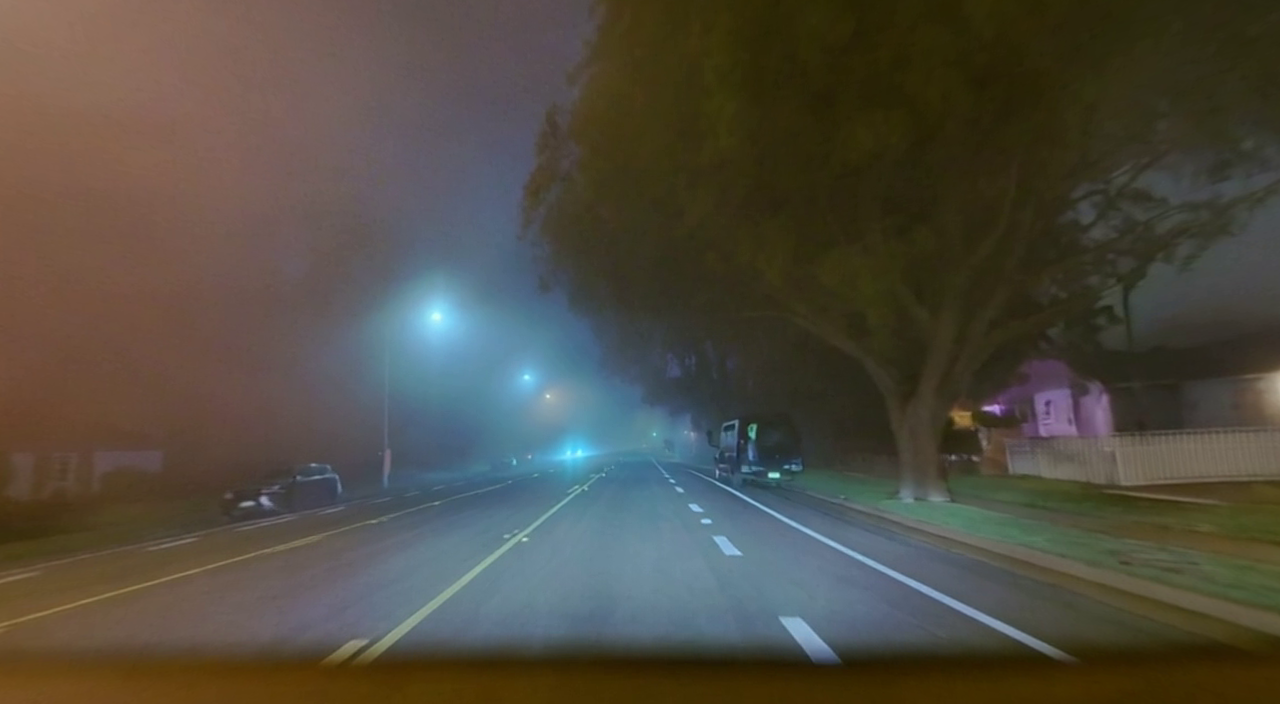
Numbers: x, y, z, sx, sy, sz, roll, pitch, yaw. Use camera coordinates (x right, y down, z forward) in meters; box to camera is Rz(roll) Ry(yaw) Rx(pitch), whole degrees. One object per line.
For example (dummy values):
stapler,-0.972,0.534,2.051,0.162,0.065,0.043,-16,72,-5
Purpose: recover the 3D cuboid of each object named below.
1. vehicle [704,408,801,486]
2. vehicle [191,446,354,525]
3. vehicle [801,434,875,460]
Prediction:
vehicle,3.865,3.444,22.998,2.459,2.452,5.731,0,-8,0
vehicle,-11.293,4.061,19.951,2.301,1.855,4.983,-7,-8,-3
vehicle,14.495,6.971,46.340,4.699,1.442,1.838,-5,-8,-2
